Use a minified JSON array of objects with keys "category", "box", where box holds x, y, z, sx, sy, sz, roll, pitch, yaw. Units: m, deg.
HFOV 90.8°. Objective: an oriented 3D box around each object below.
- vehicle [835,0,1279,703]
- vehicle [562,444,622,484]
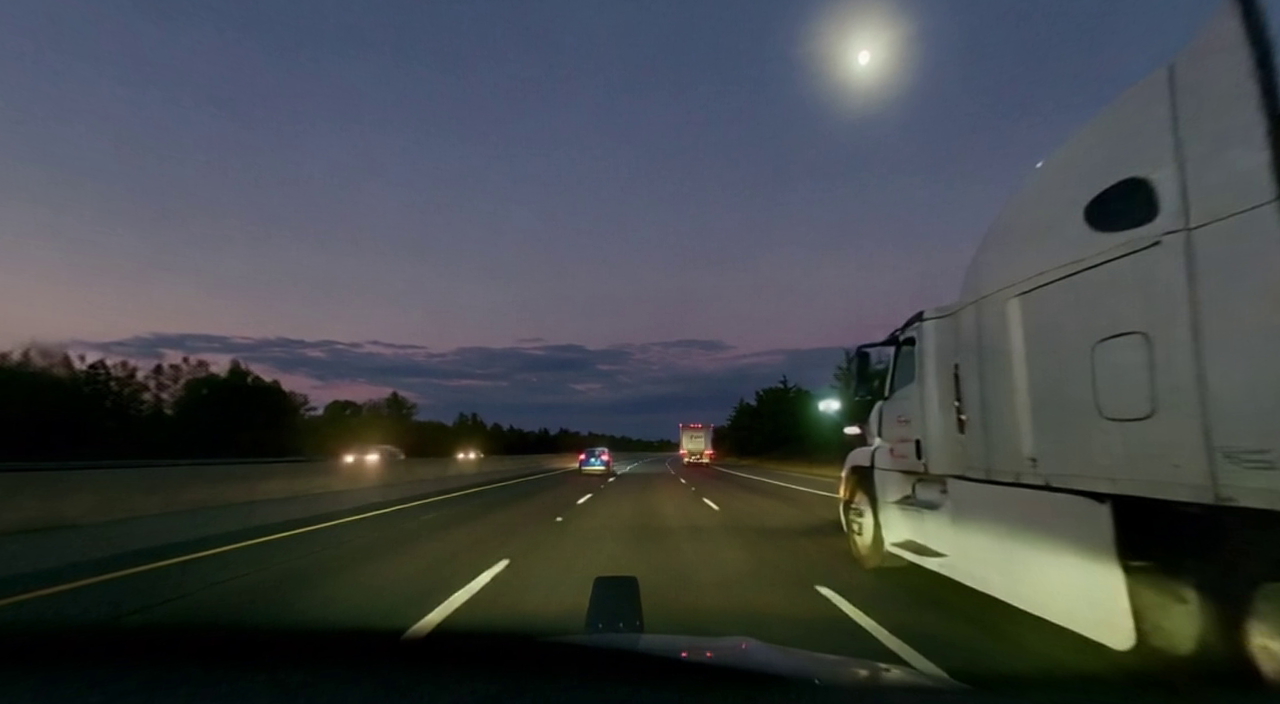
[{"category":"vehicle","box":[4.172,0.152,5.284,3.014,3.921,6.052,0,-9,0]},{"category":"vehicle","box":[-2.087,5.104,29.066,2.297,1.683,4.385,0,-9,2]}]
